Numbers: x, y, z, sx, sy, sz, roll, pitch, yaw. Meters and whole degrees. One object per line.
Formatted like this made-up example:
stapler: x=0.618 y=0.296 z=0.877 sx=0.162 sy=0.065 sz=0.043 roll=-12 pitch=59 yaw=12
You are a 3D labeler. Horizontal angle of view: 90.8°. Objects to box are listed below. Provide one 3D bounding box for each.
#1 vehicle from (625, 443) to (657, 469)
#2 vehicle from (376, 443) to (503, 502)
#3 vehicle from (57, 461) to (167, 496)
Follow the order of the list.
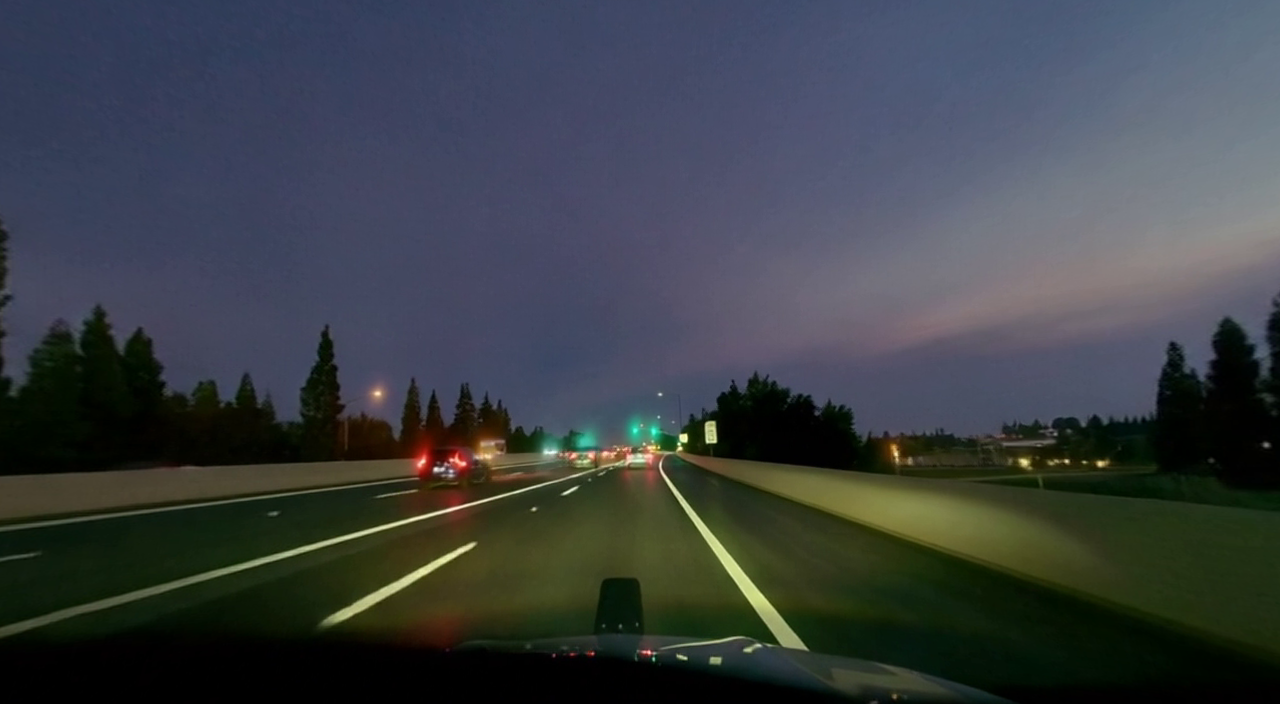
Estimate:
vehicle: x=0.143 y=7.421 z=45.270 sx=2.179 sy=1.742 sz=4.396 roll=-1 pitch=-9 yaw=2
vehicle: x=-5.966 y=3.638 z=19.549 sx=2.102 sy=1.562 sz=4.884 roll=-1 pitch=-9 yaw=3
vehicle: x=-26.426 y=6.324 z=31.849 sx=1.771 sy=1.489 sz=4.222 roll=-1 pitch=-9 yaw=2
